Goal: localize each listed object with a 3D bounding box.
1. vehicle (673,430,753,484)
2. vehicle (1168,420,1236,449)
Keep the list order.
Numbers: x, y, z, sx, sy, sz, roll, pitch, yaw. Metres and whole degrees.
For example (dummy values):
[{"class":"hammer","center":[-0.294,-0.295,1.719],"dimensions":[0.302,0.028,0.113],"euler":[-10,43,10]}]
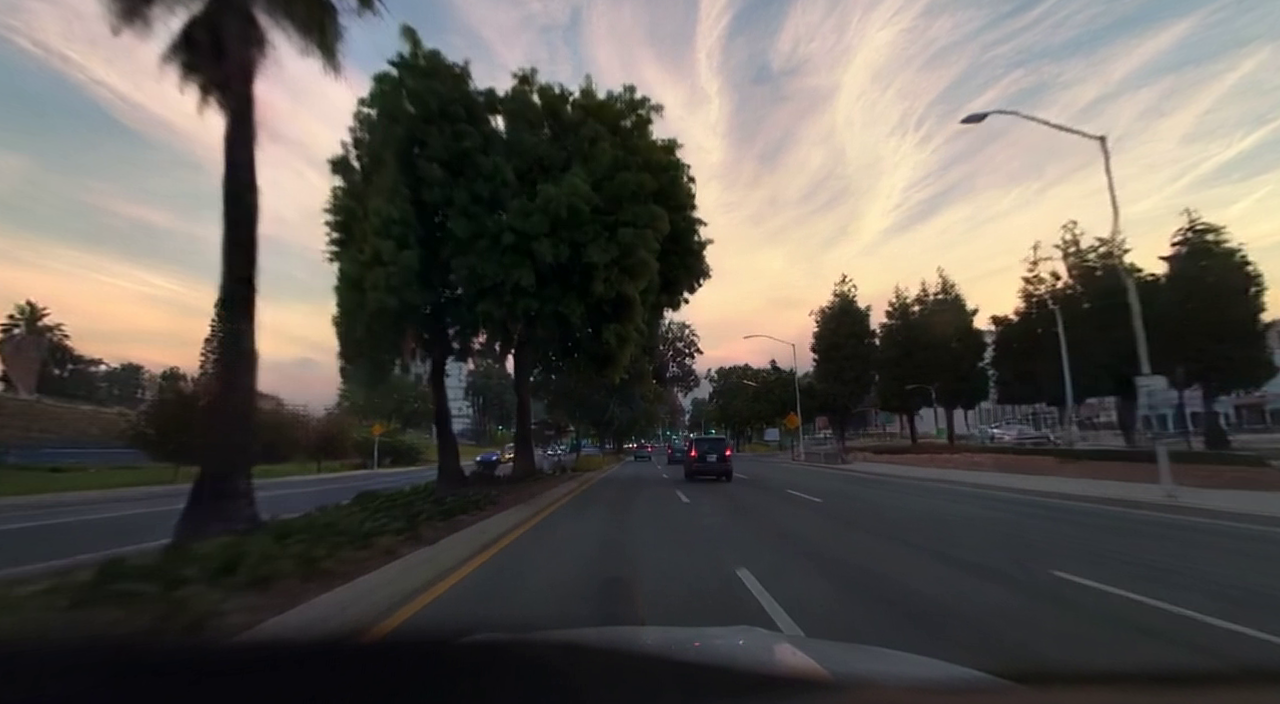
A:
[{"class":"vehicle","center":[2.890,4.390,26.568],"dimensions":[2.559,2.017,5.562],"euler":[0,-9,-1]},{"class":"vehicle","center":[35.150,5.233,39.659],"dimensions":[2.287,1.669,4.382],"euler":[-6,-10,31]}]
